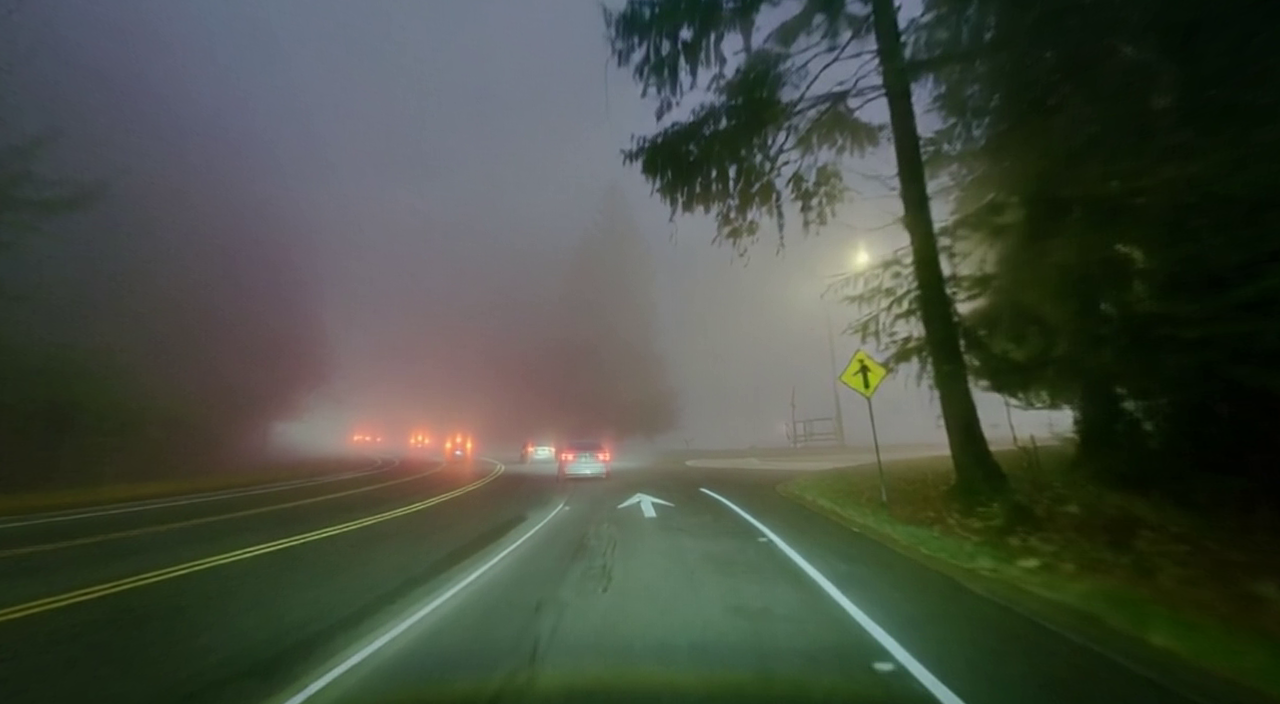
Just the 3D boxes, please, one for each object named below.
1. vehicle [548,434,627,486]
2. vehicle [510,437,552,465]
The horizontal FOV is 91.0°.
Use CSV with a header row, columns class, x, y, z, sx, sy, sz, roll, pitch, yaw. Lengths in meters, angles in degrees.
class,x,y,z,sx,sy,sz,roll,pitch,yaw
vehicle,-1.844,3.518,20.734,2.296,1.510,4.068,1,-9,-9
vehicle,-6.502,5.841,37.307,2.080,1.530,3.719,2,-9,-14
